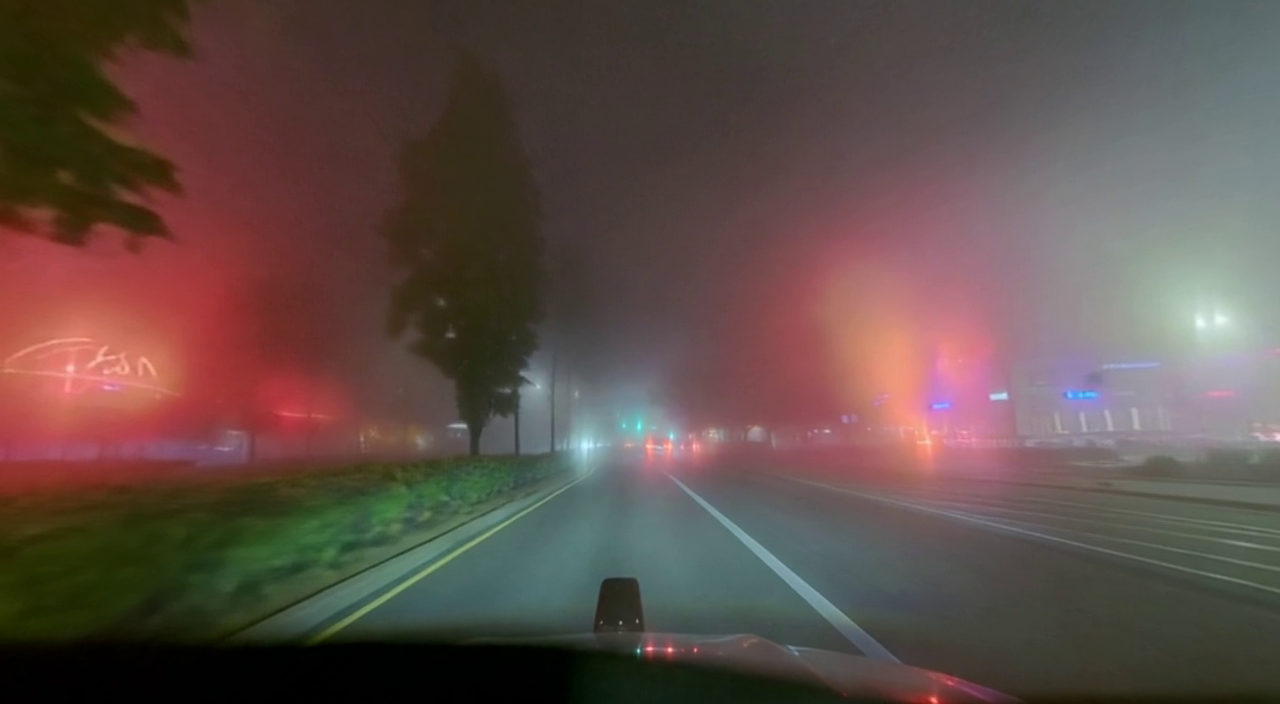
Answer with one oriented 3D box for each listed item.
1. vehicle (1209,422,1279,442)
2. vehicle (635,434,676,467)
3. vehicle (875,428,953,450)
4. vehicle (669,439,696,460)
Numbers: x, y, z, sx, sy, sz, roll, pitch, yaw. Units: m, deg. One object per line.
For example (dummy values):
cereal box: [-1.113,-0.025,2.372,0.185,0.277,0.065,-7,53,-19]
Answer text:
vehicle: [47.136,6.216,48.903,1.822,1.462,4.473,-3,-8,-3]
vehicle: [0.884,5.363,34.484,2.100,1.683,4.231,-1,-8,2]
vehicle: [19.723,6.298,45.619,4.619,1.447,2.054,0,-8,-1]
vehicle: [3.086,7.191,46.537,1.685,1.441,3.795,0,-8,-1]
